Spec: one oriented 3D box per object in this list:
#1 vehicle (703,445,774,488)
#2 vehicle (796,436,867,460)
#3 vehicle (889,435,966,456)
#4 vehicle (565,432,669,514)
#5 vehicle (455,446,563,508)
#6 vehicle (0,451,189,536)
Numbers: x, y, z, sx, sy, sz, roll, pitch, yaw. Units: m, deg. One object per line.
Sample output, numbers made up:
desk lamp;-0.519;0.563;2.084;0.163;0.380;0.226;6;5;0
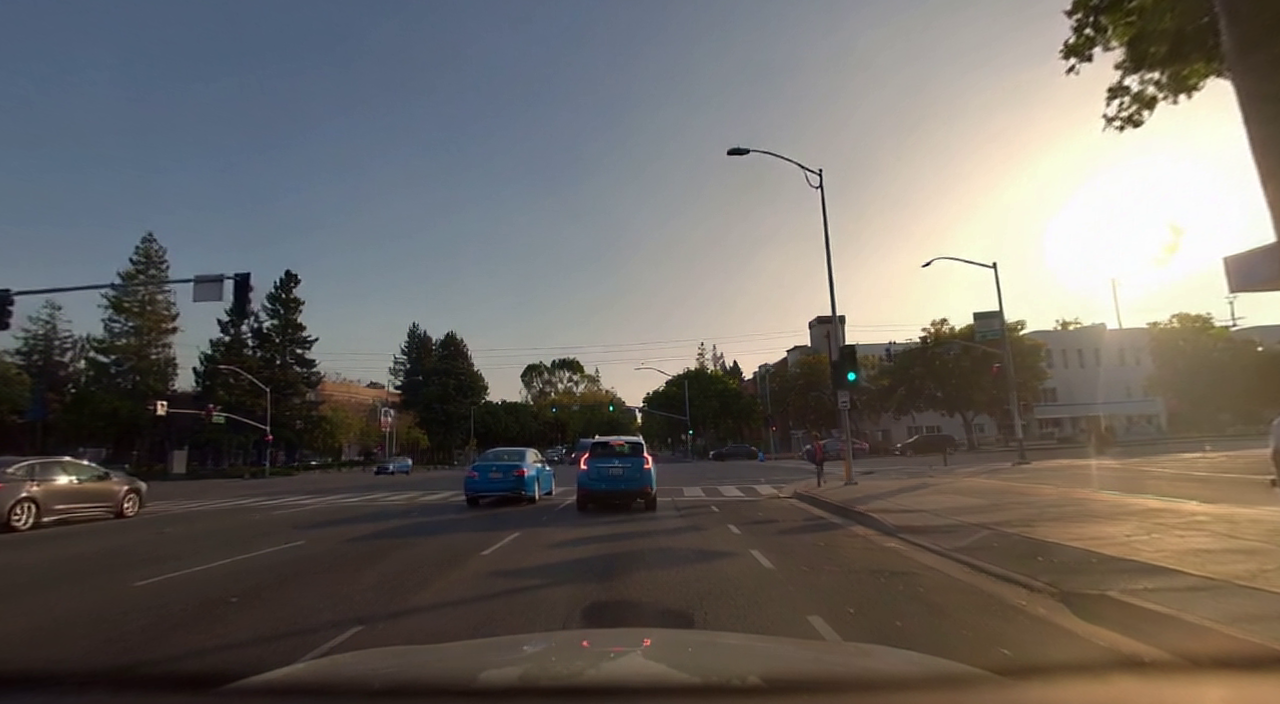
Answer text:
vehicle;3.901;4.369;24.494;1.976;1.462;4.342;-3;-9;18
vehicle;13.861;6.974;45.951;4.524;1.681;1.823;0;-8;0
vehicle;20.720;6.762;45.668;4.700;1.417;1.789;0;-8;2
vehicle;-0.467;2.888;15.629;2.210;1.722;4.215;0;-8;1
vehicle;-3.488;3.397;17.723;2.003;1.492;4.291;0;-8;2
vehicle;-13.455;3.193;14.967;1.995;1.626;4.592;0;-8;2
